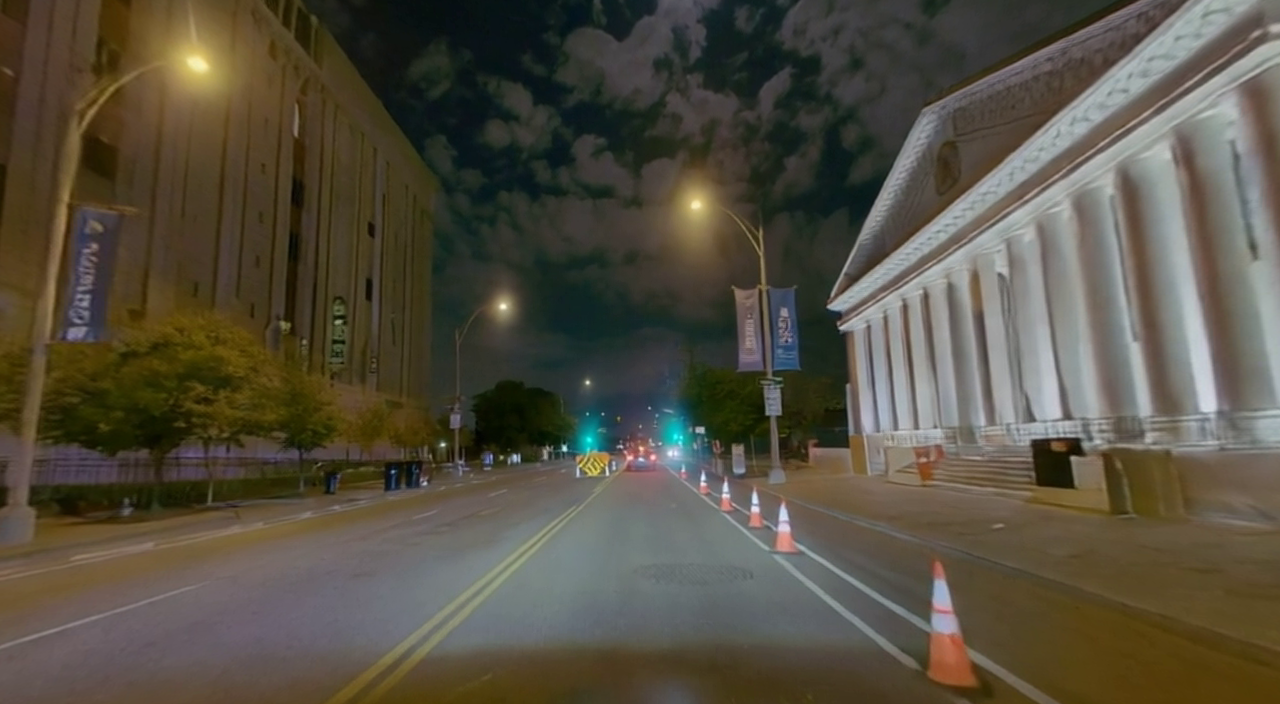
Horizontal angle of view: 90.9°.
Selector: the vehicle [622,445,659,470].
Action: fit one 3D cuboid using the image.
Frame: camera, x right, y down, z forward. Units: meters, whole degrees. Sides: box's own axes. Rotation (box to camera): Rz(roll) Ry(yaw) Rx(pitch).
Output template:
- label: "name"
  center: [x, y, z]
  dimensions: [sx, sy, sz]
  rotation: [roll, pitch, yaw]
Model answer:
- label: "vehicle"
  center: [0.015, 6.613, 39.799]
  dimensions: [2.216, 1.492, 4.725]
  rotation: [0, -9, 0]
